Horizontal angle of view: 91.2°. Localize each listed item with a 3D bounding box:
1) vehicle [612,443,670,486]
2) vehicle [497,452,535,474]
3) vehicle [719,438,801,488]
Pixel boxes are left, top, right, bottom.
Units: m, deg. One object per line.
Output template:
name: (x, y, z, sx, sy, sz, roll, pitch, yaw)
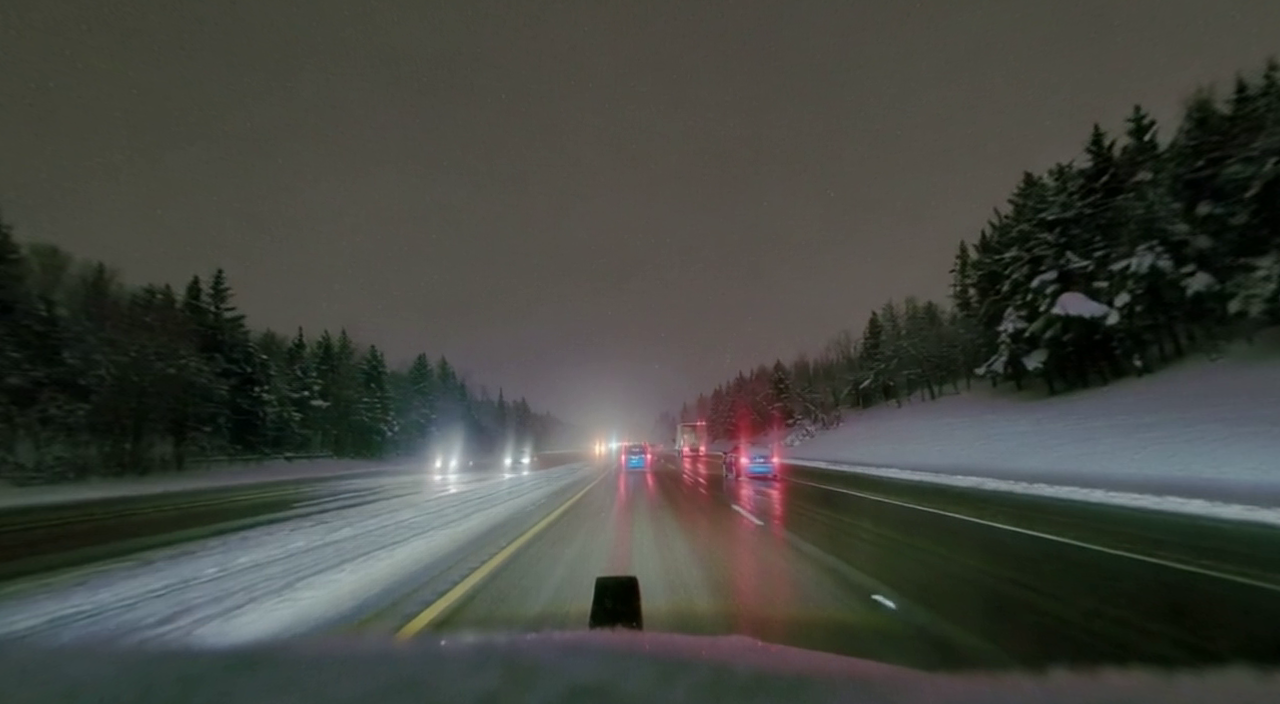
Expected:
vehicle: (0.026, 4.323, 24.435, 2.066, 1.490, 3.759, -1, -9, 0)
vehicle: (-9.338, 8.364, 47.430, 1.912, 1.503, 4.270, -1, -9, 1)
vehicle: (4.032, 3.794, 21.780, 1.953, 1.540, 4.101, -1, -9, -1)
